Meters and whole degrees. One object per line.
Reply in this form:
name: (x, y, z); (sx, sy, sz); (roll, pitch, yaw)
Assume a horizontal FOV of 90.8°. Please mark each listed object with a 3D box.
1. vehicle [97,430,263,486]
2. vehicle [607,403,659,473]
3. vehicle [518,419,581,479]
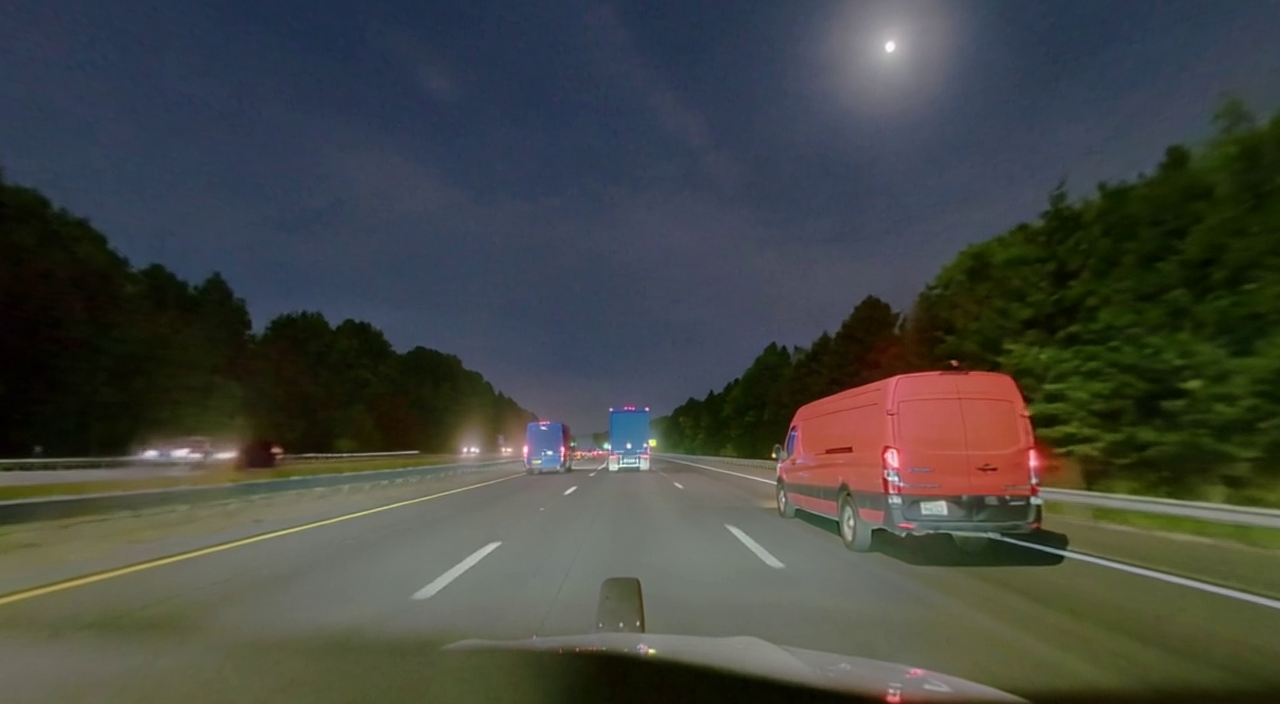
vehicle: (-13.359, 3.116, 18.679); (1.867, 1.486, 4.002); (0, -9, 0)
vehicle: (-0.508, 5.804, 41.773); (2.995, 4.036, 10.311); (0, -9, -1)
vehicle: (-4.501, 4.992, 32.473); (2.357, 2.786, 6.144); (0, -9, -1)
